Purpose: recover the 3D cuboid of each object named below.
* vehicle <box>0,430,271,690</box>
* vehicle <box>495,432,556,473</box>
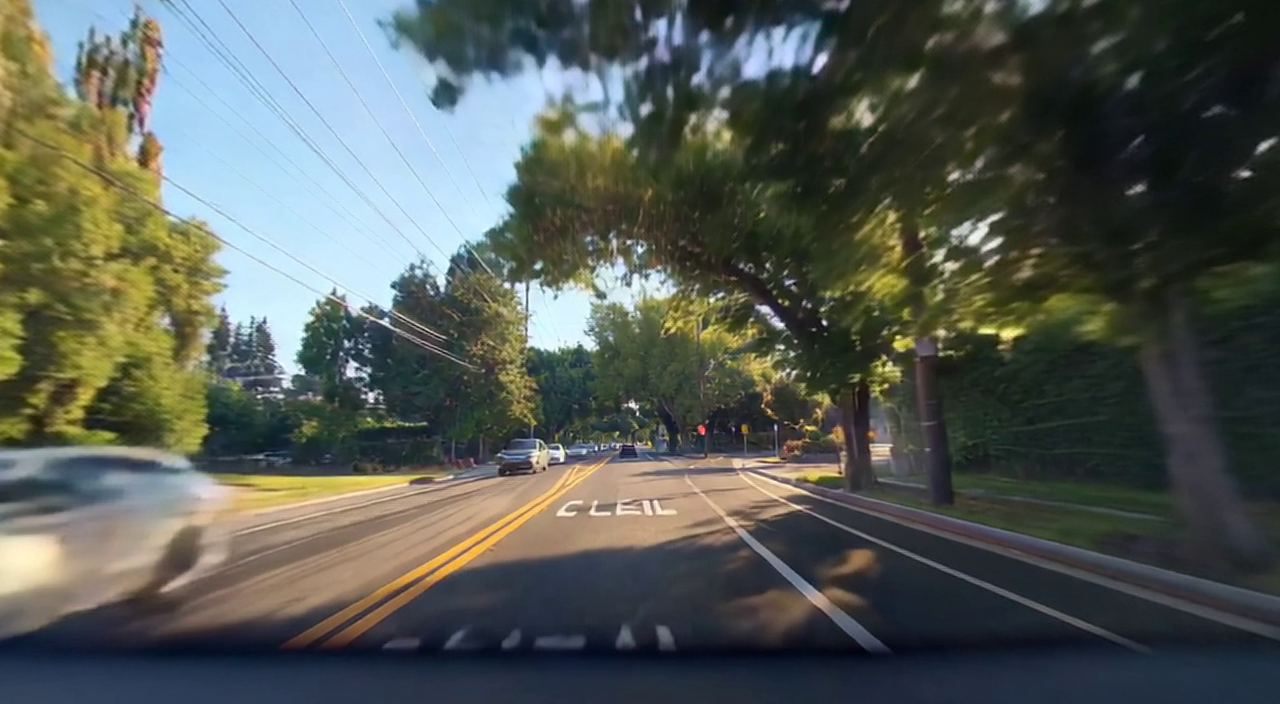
[{"bbox_3d":[-4.648,1.271,4.105,1.966,1.468,4.207,-1,-9,0],"label":"vehicle"},{"bbox_3d":[-5.387,4.827,30.368,2.228,1.792,4.397,0,-9,-1],"label":"vehicle"}]
